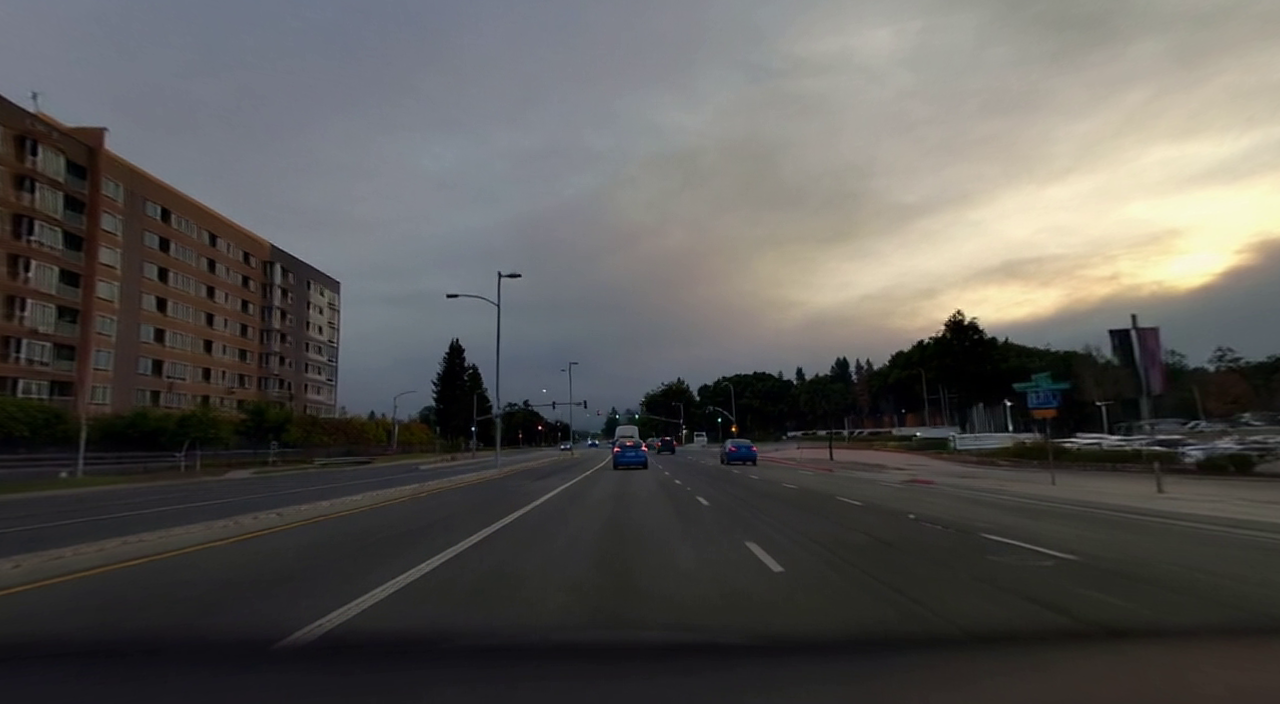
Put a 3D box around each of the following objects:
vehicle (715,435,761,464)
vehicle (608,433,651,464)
[{"bbox_3d":[6.546,6.577,42.474,2.136,1.799,4.796,1,-9,-2],"label":"vehicle"},{"bbox_3d":[-0.658,6.491,42.323,2.682,1.908,5.706,0,-9,0],"label":"vehicle"}]
